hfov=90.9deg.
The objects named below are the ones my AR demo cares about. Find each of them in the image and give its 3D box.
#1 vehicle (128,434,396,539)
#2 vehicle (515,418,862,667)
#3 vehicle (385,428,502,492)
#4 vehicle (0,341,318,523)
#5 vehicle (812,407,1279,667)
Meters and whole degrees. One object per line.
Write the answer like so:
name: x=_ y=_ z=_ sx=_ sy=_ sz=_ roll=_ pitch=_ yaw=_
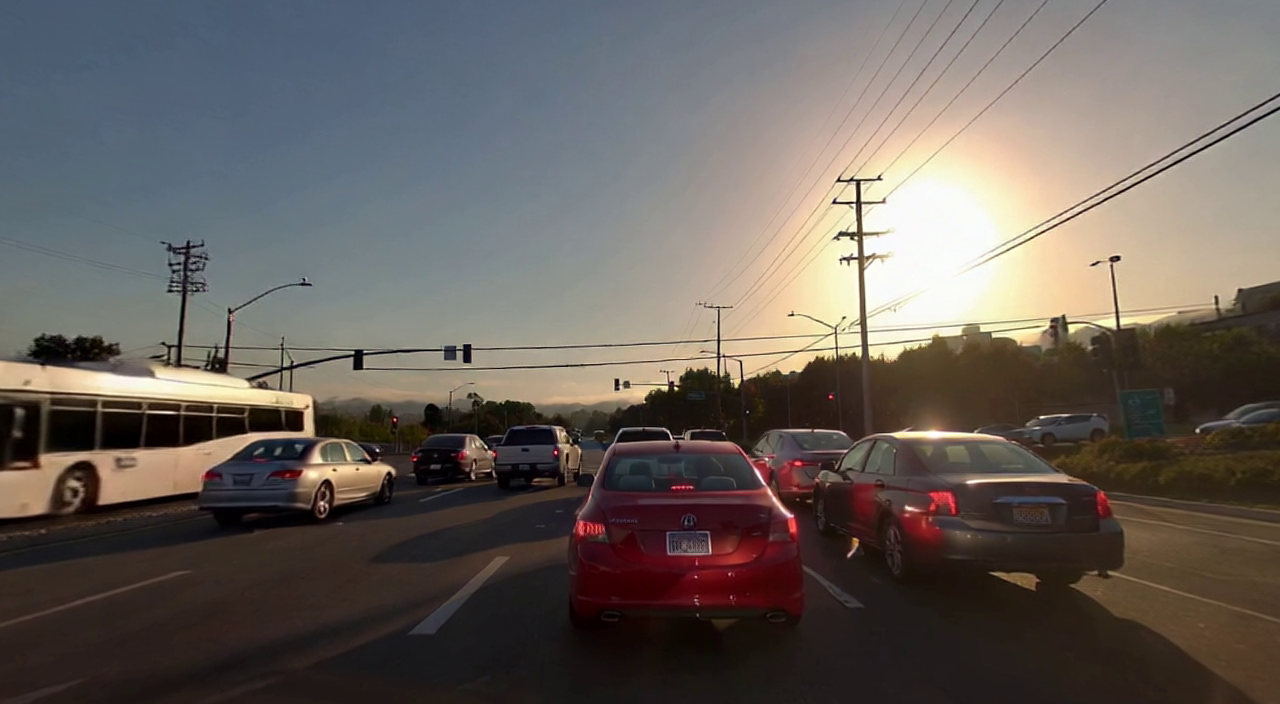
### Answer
vehicle: x=-6.399 y=2.290 z=11.514 sx=1.955 sy=1.497 sz=4.639 roll=-1 pitch=-8 yaw=1
vehicle: x=0.283 y=1.451 z=5.897 sx=2.109 sy=1.483 sz=3.964 roll=0 pitch=-8 yaw=0
vehicle: x=-6.259 y=3.496 z=20.900 sx=2.070 sy=1.824 sz=5.196 roll=-1 pitch=-8 yaw=2
vehicle: x=-13.680 y=2.283 z=17.195 sx=3.005 sy=3.443 sz=12.583 roll=-1 pitch=-8 yaw=1
vehicle: x=3.142 y=1.401 z=5.885 sx=1.870 sy=1.523 sz=4.096 roll=0 pitch=-8 yaw=0
